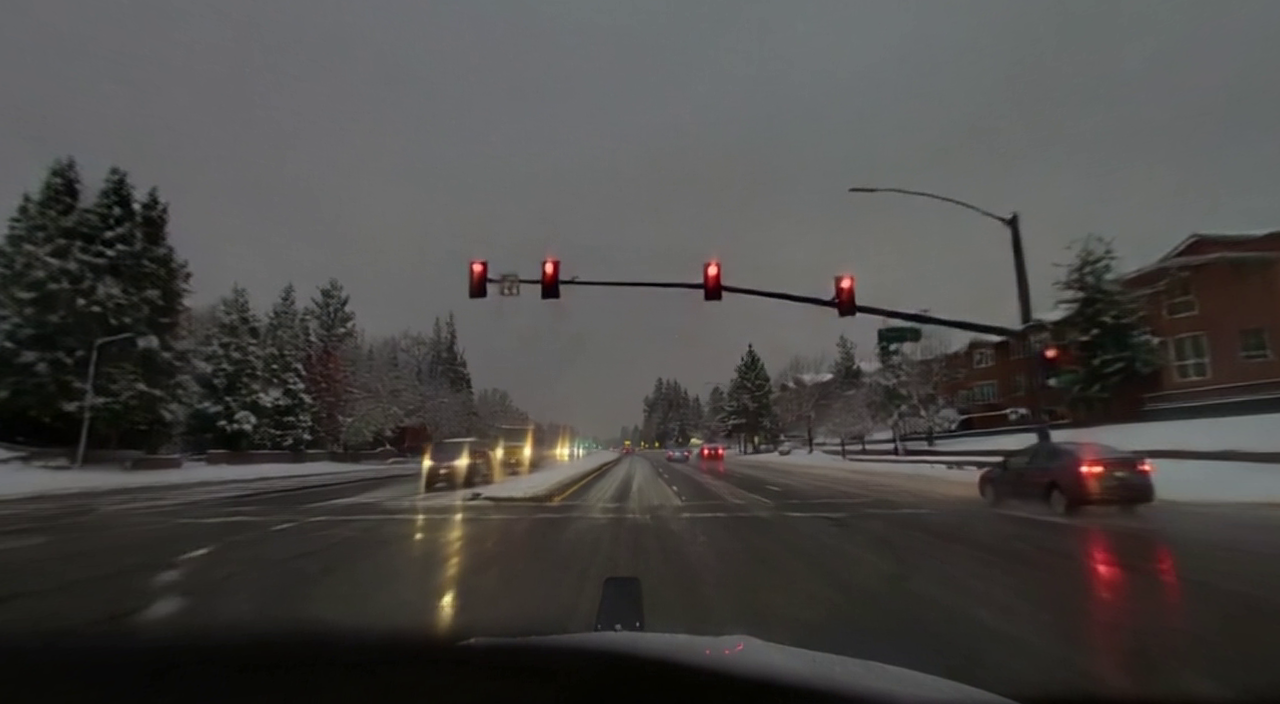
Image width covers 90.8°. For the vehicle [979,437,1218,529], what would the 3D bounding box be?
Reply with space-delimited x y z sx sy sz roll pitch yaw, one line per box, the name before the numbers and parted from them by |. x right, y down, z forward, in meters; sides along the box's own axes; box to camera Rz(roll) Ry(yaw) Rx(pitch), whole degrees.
vehicle | 9.436 2.682 13.578 1.798 1.621 4.304 0 -8 -1

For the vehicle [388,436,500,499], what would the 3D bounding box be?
vehicle | -5.700 3.354 18.937 1.986 1.502 4.224 -4 -8 0

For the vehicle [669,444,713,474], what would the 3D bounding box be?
vehicle | 2.737 5.878 34.850 1.917 1.538 4.259 0 -9 -2

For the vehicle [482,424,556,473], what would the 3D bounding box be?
vehicle | -5.780 4.729 31.157 2.425 2.167 5.888 0 -9 1
